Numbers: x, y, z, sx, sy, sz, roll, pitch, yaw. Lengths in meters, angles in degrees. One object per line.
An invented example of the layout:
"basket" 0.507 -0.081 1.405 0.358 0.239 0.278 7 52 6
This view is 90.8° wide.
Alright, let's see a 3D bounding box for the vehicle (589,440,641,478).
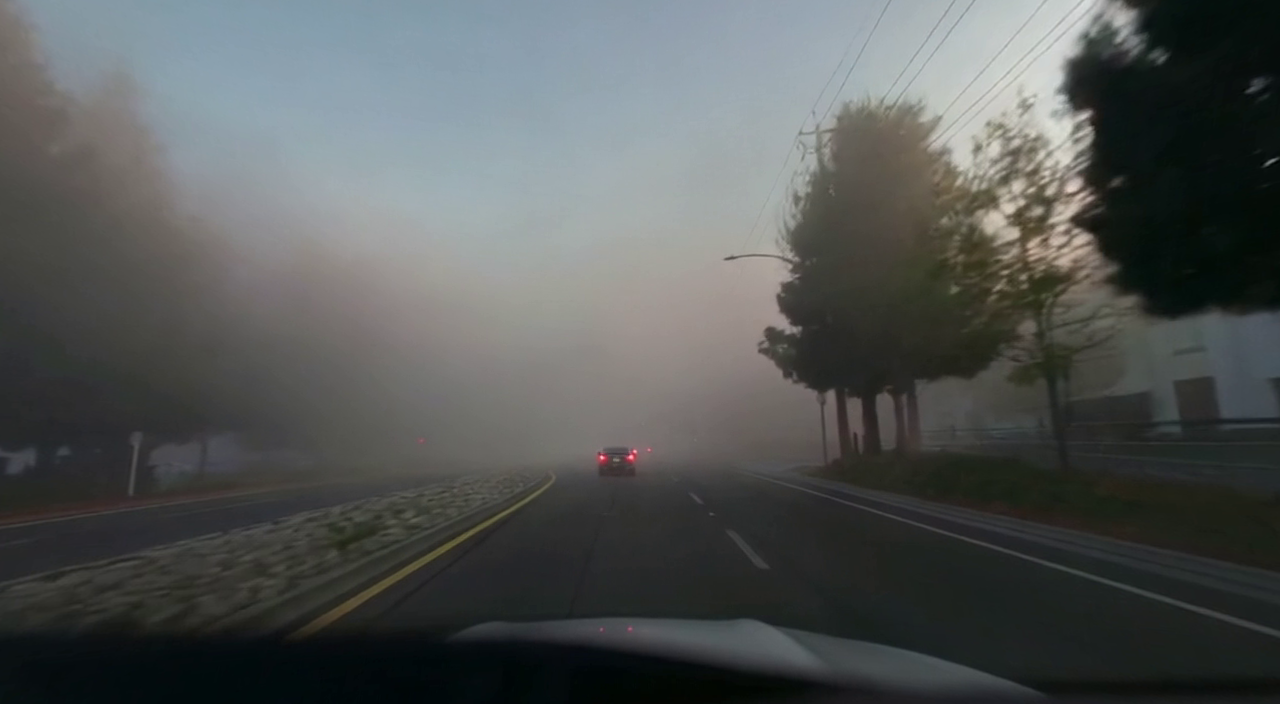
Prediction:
"vehicle" -1.051 4.606 27.391 2.075 1.470 3.962 0 -9 -1
